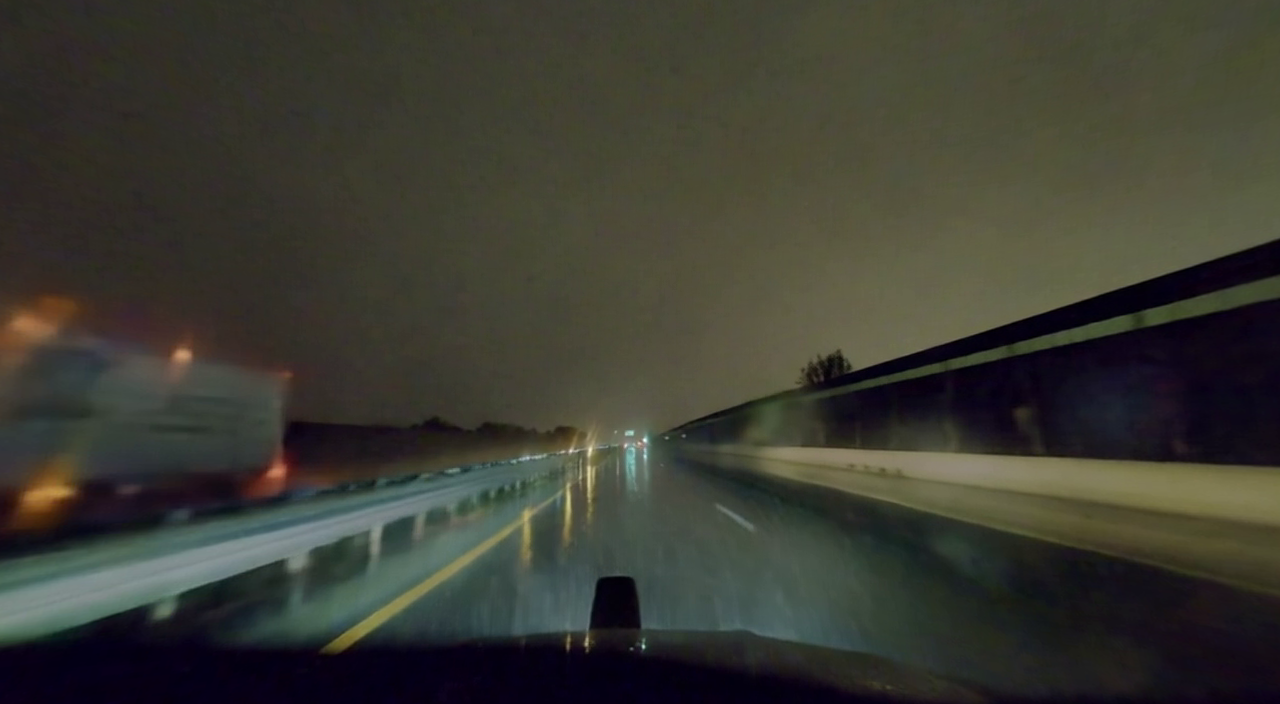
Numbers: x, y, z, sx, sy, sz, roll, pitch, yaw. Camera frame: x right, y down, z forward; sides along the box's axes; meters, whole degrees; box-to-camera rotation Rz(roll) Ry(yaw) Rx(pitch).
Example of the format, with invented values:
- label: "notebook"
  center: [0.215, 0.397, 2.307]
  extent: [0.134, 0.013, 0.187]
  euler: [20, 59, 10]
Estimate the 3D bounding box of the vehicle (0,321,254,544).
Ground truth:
- label: "vehicle"
  center: [-13.352, 1.582, 12.134]
  extent: [3.177, 4.058, 14.074]
  euler: [0, -8, -1]
